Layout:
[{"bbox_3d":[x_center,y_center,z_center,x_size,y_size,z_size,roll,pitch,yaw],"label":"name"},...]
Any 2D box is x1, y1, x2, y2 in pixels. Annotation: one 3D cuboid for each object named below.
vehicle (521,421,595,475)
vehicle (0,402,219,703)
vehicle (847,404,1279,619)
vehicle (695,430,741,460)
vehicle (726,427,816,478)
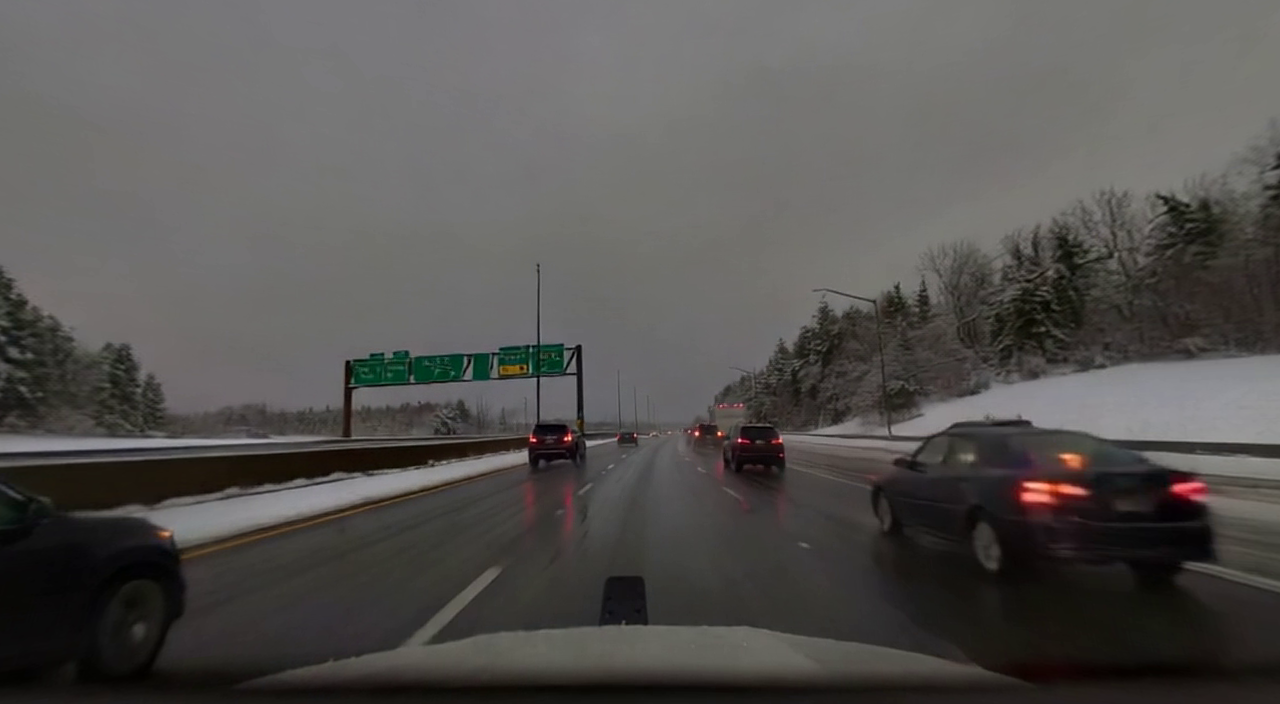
[{"bbox_3d":[-2.873,3.471,22.991,2.006,1.741,4.277,-1,-8,2],"label":"vehicle"},{"bbox_3d":[-3.649,0.831,1.726,1.914,1.476,4.416,-1,-8,1],"label":"vehicle"},{"bbox_3d":[4.035,1.447,6.767,2.088,1.491,4.549,-1,-8,0],"label":"vehicle"},{"bbox_3d":[4.166,5.060,34.367,1.933,1.492,4.125,-1,-8,0],"label":"vehicle"},{"bbox_3d":[4.231,3.342,21.193,1.999,1.482,4.743,-1,-8,0],"label":"vehicle"}]
